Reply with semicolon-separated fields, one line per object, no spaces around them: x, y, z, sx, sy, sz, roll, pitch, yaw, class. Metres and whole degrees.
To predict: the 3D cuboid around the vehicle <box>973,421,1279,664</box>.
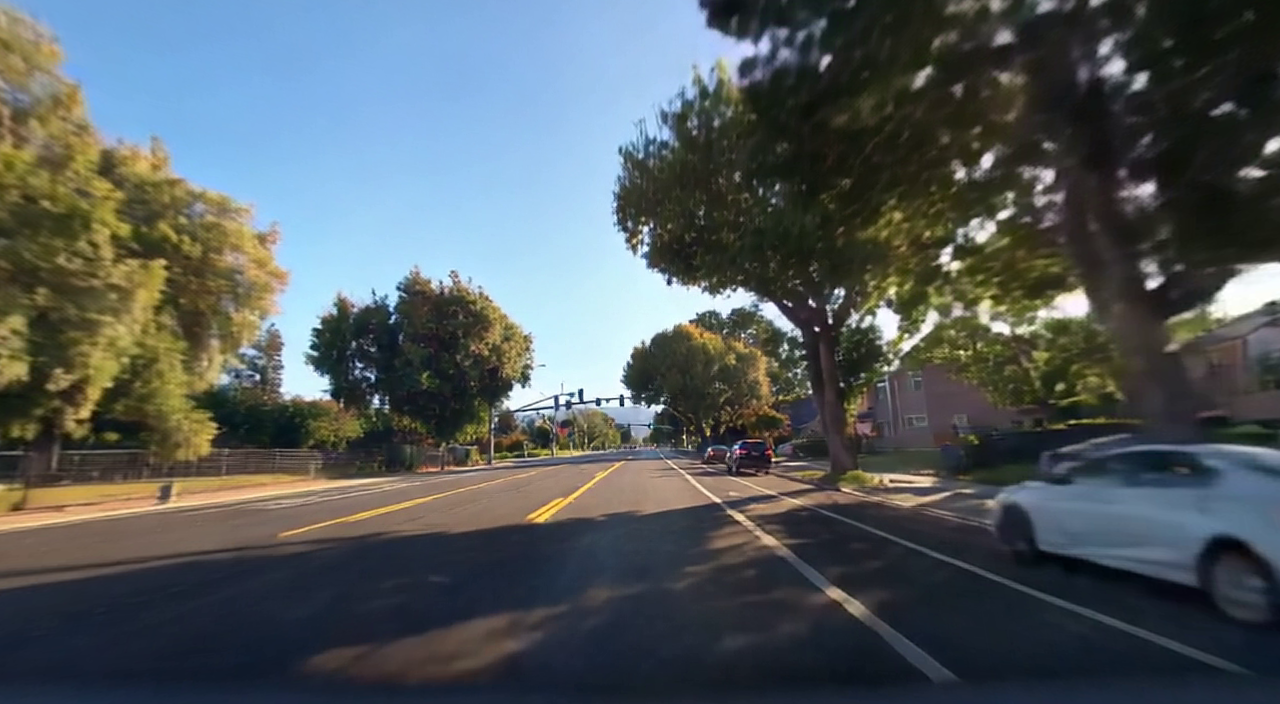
4.994;1.358;5.085;2.032;1.478;5.040;0;-9;2;vehicle

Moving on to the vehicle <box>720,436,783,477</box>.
5.132;4.898;29.699;2.069;1.743;4.595;0;-9;0;vehicle

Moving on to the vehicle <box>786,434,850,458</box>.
13.662;7.251;48.609;4.283;1.750;2.227;0;-9;3;vehicle
